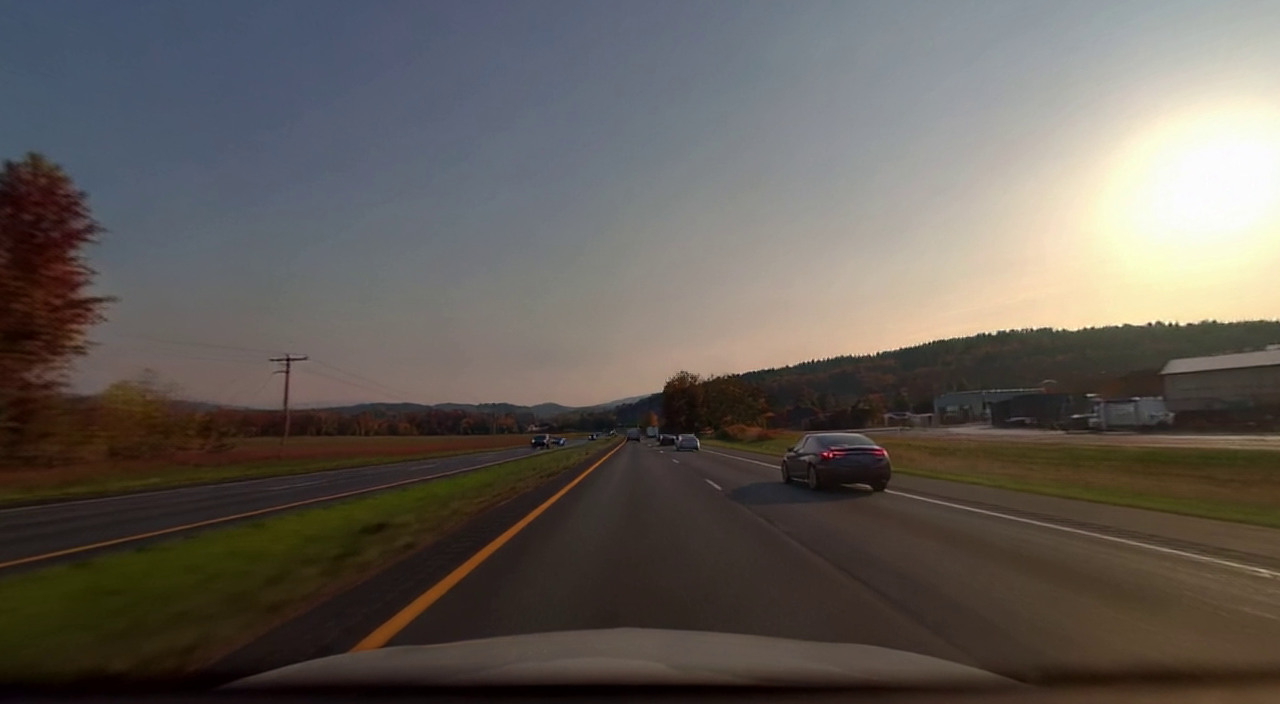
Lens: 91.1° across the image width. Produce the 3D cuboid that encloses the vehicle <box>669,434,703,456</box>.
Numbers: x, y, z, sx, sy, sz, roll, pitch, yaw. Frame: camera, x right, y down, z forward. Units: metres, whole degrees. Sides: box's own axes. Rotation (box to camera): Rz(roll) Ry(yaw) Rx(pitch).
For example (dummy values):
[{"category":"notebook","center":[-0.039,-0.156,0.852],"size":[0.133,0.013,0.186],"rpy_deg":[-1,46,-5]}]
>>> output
[{"category":"vehicle","center":[3.255,6.679,45.170],"size":[2.057,1.540,4.158],"rpy_deg":[0,-8,-1]}]

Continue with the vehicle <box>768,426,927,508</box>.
[{"category":"vehicle","center":[4.350,2.463,13.974],"size":[2.024,1.516,4.197],"rpy_deg":[0,-8,-1]}]
